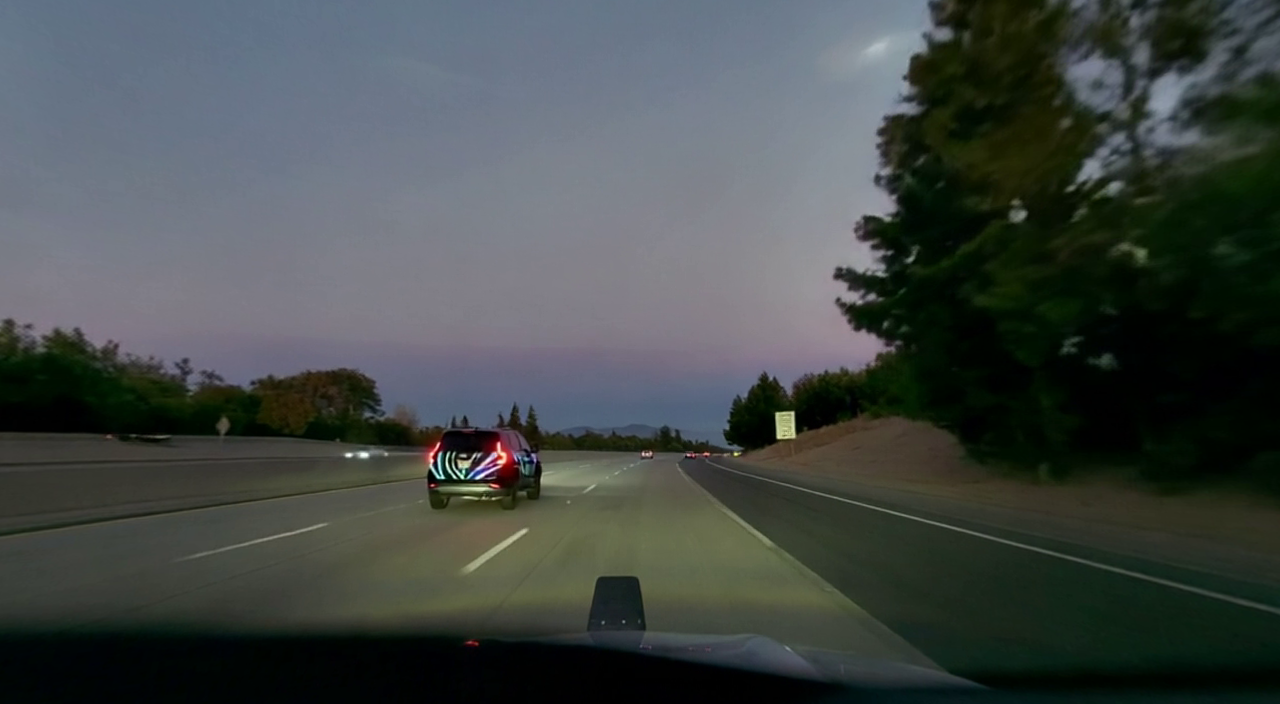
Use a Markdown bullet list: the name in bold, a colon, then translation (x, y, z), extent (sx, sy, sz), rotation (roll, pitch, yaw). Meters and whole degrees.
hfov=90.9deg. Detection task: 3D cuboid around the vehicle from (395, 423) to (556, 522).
- **vehicle**: translation (-3.353, 2.562, 14.013), extent (2.183, 1.803, 4.685), rotation (0, -8, 2)
